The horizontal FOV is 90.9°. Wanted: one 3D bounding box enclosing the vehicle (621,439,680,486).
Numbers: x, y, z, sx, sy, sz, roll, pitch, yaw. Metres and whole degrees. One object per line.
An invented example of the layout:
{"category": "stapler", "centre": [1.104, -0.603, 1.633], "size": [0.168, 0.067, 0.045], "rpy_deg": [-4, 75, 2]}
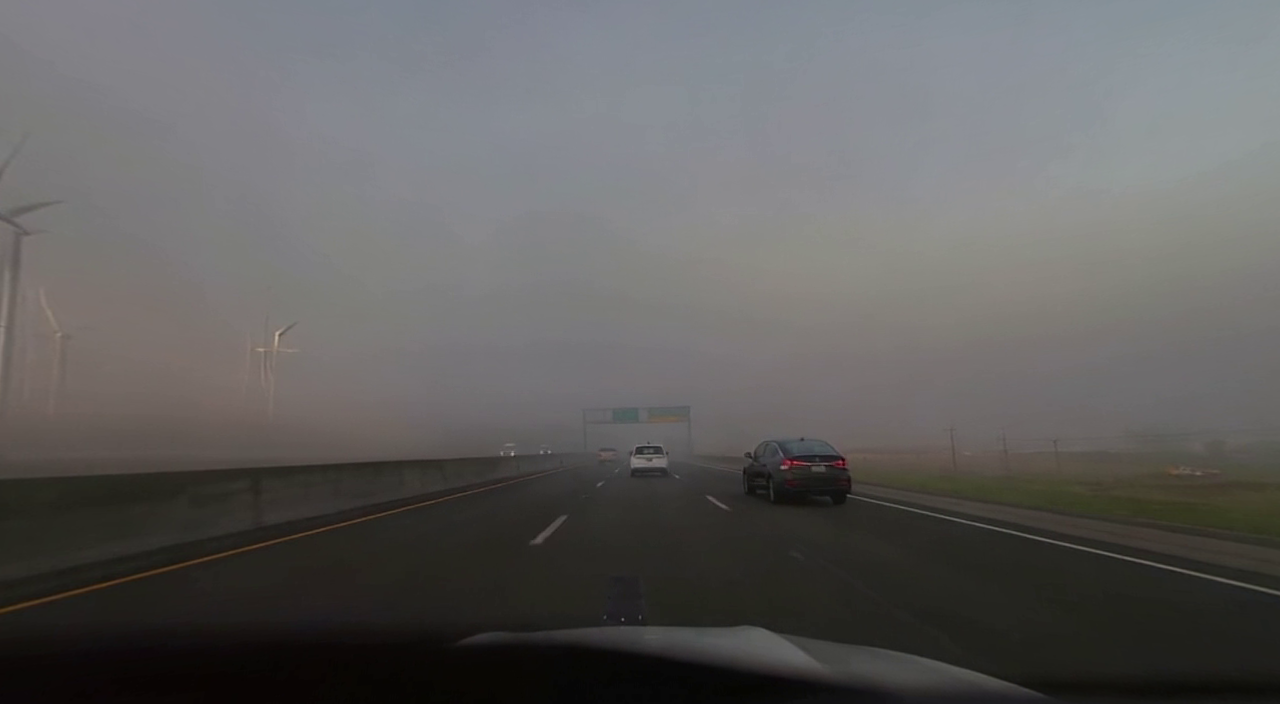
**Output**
{"category": "vehicle", "centre": [0.363, 4.237, 24.350], "size": [2.083, 1.653, 3.787], "rpy_deg": [0, -9, 0]}

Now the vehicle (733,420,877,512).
{"category": "vehicle", "centre": [3.783, 2.741, 15.559], "size": [2.104, 1.861, 4.956], "rpy_deg": [0, -9, -1]}
